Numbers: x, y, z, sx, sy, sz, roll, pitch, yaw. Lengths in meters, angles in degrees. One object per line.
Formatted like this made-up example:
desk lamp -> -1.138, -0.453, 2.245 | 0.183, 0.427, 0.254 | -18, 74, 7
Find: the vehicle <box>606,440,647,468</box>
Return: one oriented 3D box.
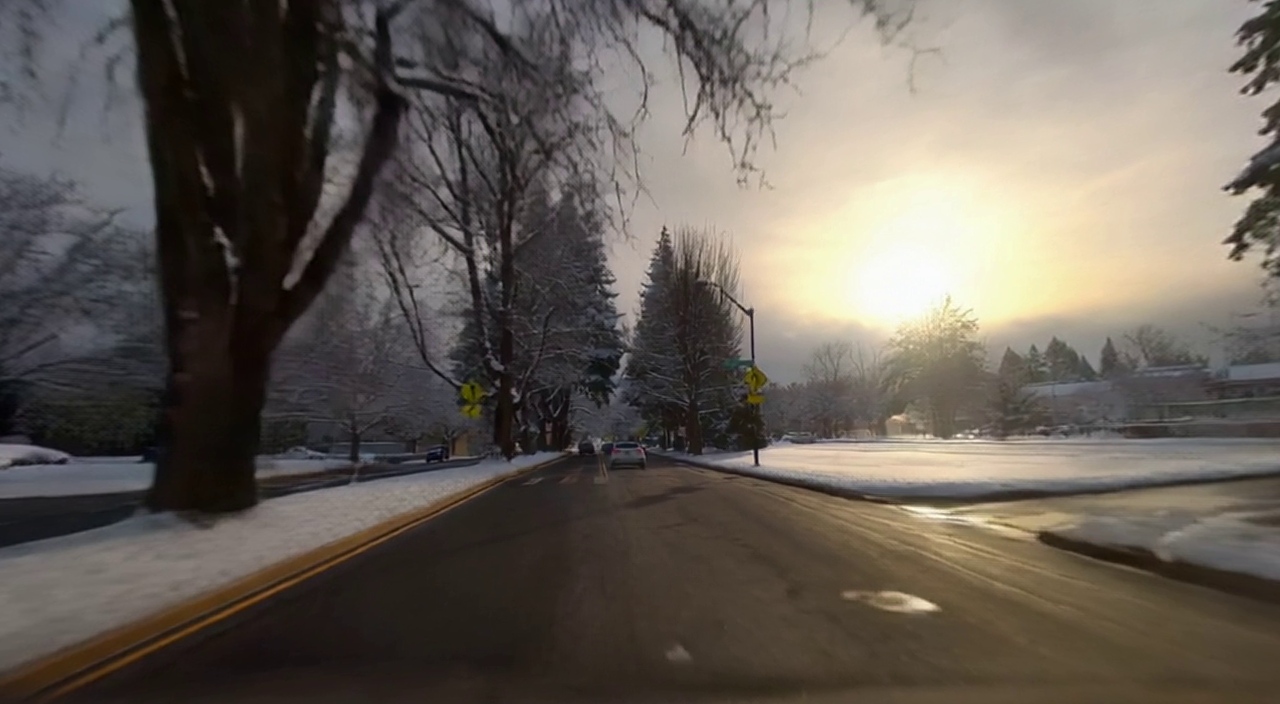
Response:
vehicle -> -0.852, 5.921, 36.861 | 2.142, 1.501, 4.273 | 0, -8, -5
